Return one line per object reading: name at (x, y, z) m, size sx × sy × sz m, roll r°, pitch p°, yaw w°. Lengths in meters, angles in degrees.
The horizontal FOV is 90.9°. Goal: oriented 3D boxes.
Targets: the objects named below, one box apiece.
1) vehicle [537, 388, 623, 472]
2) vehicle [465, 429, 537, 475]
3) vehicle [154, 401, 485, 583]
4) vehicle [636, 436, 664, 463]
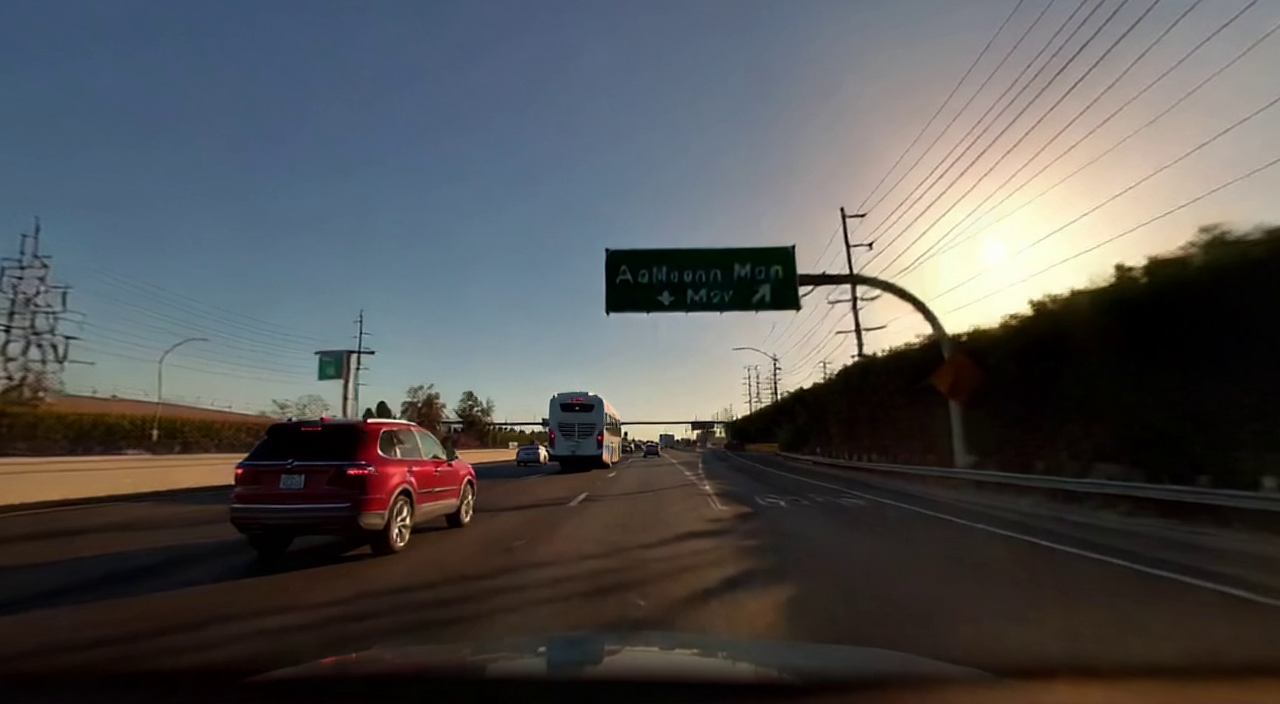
vehicle at (-2.860, 4.451, 34.328) m, size 3.382 × 3.712 × 11.766 m, roll 1°, pitch -9°, yaw 1°
vehicle at (-7.006, 5.136, 32.518) m, size 2.282 × 2.116 × 6.030 m, roll 0°, pitch -8°, yaw 1°
vehicle at (-3.619, 1.664, 8.247) m, size 2.021 × 1.730 × 4.223 m, roll 0°, pitch -8°, yaw 1°
vehicle at (0.726, 7.598, 49.172) m, size 2.083 × 2.001 × 4.782 m, roll 0°, pitch -9°, yaw 0°
